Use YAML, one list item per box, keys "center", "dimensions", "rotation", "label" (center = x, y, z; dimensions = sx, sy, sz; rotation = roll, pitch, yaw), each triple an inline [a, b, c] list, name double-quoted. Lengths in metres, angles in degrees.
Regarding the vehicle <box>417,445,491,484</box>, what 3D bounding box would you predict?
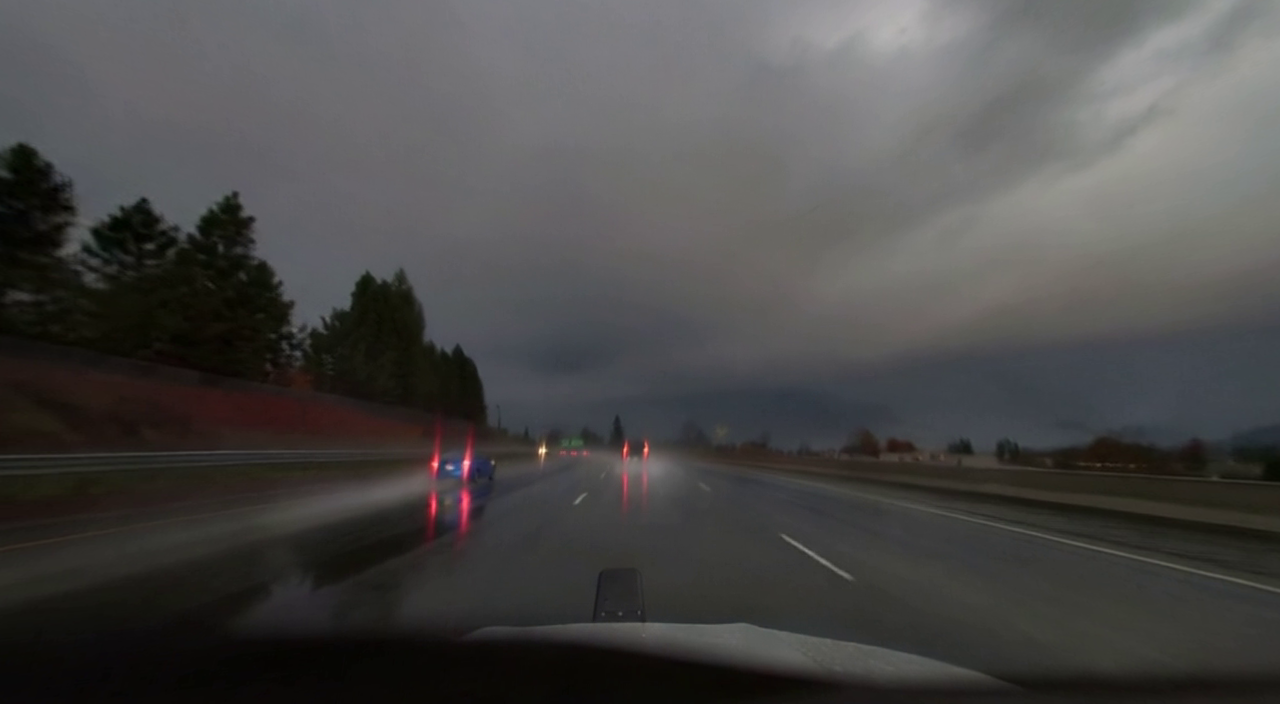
- center: [-7.641, 4.635, 26.355]
  dimensions: [1.915, 1.479, 3.843]
  rotation: [0, -9, 0]
  label: "vehicle"
